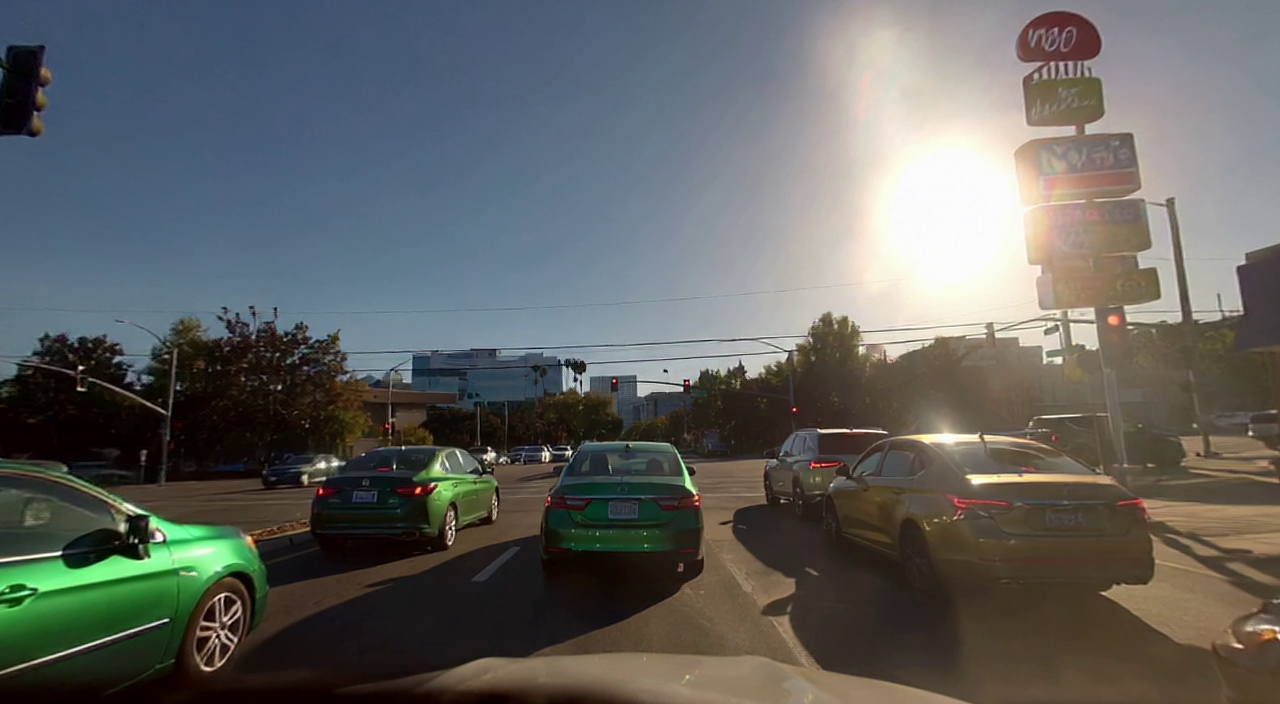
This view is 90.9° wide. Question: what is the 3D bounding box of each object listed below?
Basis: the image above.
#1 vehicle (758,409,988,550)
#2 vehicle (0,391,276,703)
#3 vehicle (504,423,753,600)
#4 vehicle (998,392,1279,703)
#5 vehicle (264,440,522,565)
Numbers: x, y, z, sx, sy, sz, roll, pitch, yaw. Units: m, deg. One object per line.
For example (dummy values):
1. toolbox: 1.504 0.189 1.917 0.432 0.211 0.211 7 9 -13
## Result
1. vehicle: 3.310 1.898 10.019 1.992 1.744 4.183 0 -8 0
2. vehicle: -3.477 0.861 1.906 2.016 1.547 4.414 0 -8 1
3. vehicle: -0.122 1.682 7.556 2.140 1.499 4.119 0 -8 -1
4. vehicle: 3.936 0.977 3.137 1.800 1.519 4.198 0 -8 0
5. vehicle: -3.302 2.080 9.577 1.995 1.436 4.373 -1 -8 2
